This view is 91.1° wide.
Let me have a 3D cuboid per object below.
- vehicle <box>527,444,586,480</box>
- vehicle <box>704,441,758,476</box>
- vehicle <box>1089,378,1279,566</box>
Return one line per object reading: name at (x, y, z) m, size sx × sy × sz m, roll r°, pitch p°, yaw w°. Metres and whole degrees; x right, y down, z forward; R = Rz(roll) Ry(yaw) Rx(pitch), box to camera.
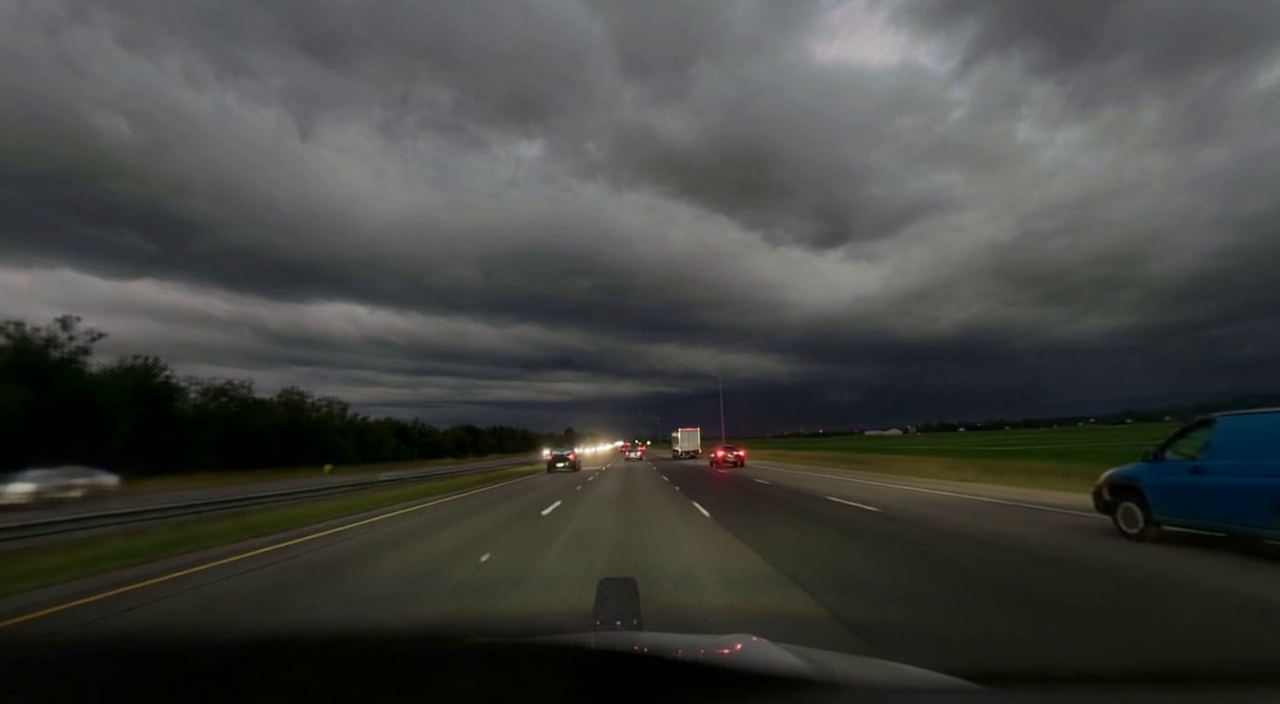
vehicle at (-3.850, 5.197, 29.896) m, size 2.160 × 1.530 × 4.500 m, roll 0°, pitch -9°, yaw 0°
vehicle at (4.598, 5.449, 32.452) m, size 2.069 × 1.625 × 4.832 m, roll 0°, pitch -9°, yaw 0°
vehicle at (7.724, 1.260, 6.678) m, size 2.133 × 1.933 × 4.986 m, roll 0°, pitch -9°, yaw -1°
